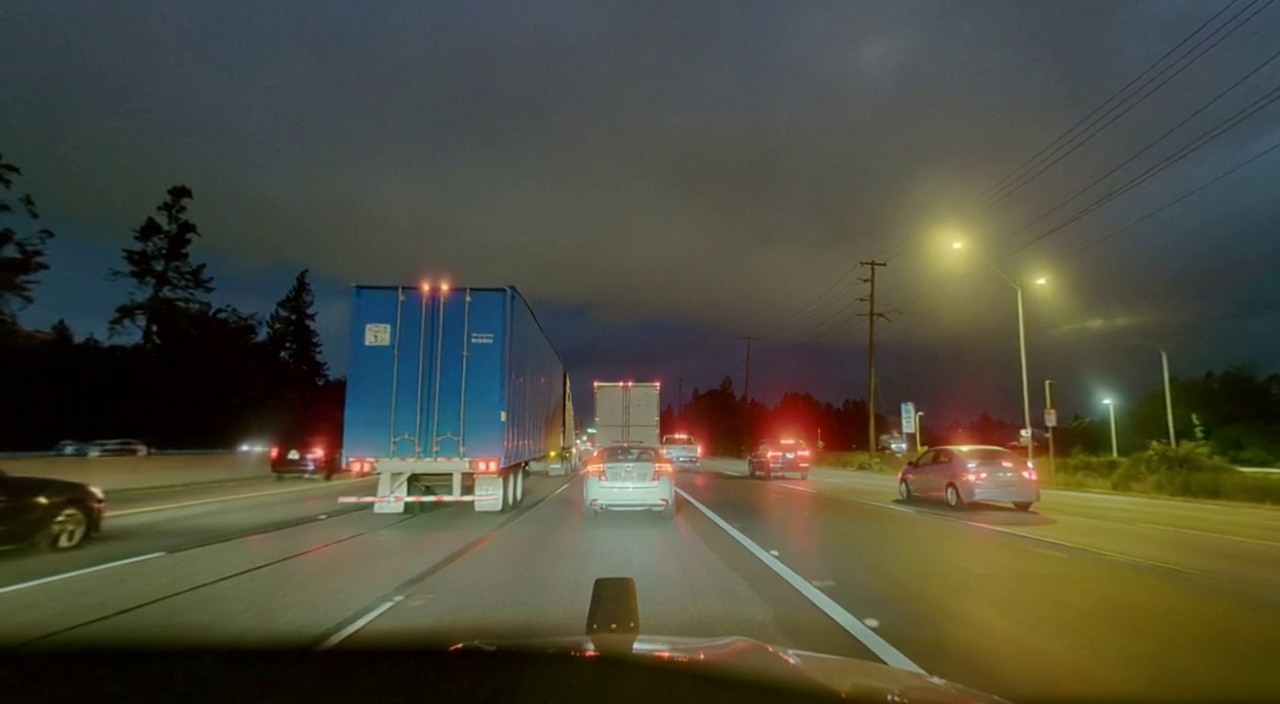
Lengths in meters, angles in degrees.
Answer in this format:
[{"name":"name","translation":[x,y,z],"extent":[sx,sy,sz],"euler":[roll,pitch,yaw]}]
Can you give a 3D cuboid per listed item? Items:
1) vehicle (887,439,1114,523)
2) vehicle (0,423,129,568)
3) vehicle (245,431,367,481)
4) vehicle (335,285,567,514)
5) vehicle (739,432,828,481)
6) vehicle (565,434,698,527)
[{"name":"vehicle","translation":[7.024,2.528,12.957],"extent":[1.878,1.406,4.164],"euler":[1,-9,-6]},{"name":"vehicle","translation":[-7.719,1.387,5.840],"extent":[2.016,1.503,4.785],"euler":[0,-9,-1]},{"name":"vehicle","translation":[-12.455,3.924,24.008],"extent":[2.148,1.678,4.851],"euler":[0,-9,-3]},{"name":"vehicle","translation":[-4.510,2.208,20.756],"extent":[3.150,4.298,17.928],"euler":[1,-9,-3]},{"name":"vehicle","translation":[5.352,3.980,24.199],"extent":[2.023,1.676,4.002],"euler":[1,-9,-7]},{"name":"vehicle","translation":[-0.227,2.358,12.131],"extent":[2.112,1.463,4.012],"euler":[0,-9,-3]}]
